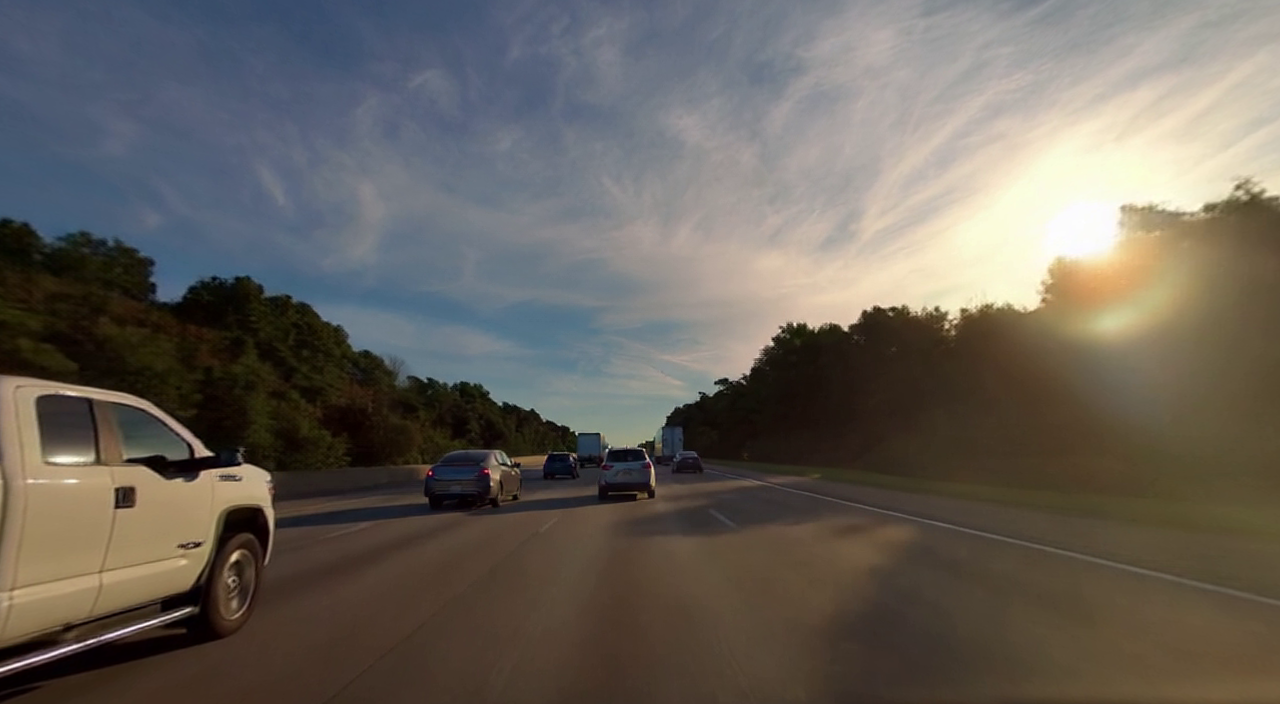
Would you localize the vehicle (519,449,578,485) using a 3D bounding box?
[{"bbox_3d":[-4.016,5.100,28.340,1.999,1.484,4.269,0,-9,0],"label":"vehicle"}]

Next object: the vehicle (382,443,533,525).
[{"bbox_3d":[-3.746,2.792,13.901,1.988,1.501,4.438,0,-9,0],"label":"vehicle"}]

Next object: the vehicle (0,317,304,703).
[{"bbox_3d":[-3.929,0.785,2.653,2.243,1.889,4.949,0,-9,0],"label":"vehicle"}]

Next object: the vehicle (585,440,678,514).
[{"bbox_3d":[-0.196,2.994,15.491,1.996,1.574,3.426,0,-9,0],"label":"vehicle"}]

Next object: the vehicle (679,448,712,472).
[{"bbox_3d":[3.727,7.356,43.053,1.858,1.537,3.838,0,-9,-1],"label":"vehicle"}]
